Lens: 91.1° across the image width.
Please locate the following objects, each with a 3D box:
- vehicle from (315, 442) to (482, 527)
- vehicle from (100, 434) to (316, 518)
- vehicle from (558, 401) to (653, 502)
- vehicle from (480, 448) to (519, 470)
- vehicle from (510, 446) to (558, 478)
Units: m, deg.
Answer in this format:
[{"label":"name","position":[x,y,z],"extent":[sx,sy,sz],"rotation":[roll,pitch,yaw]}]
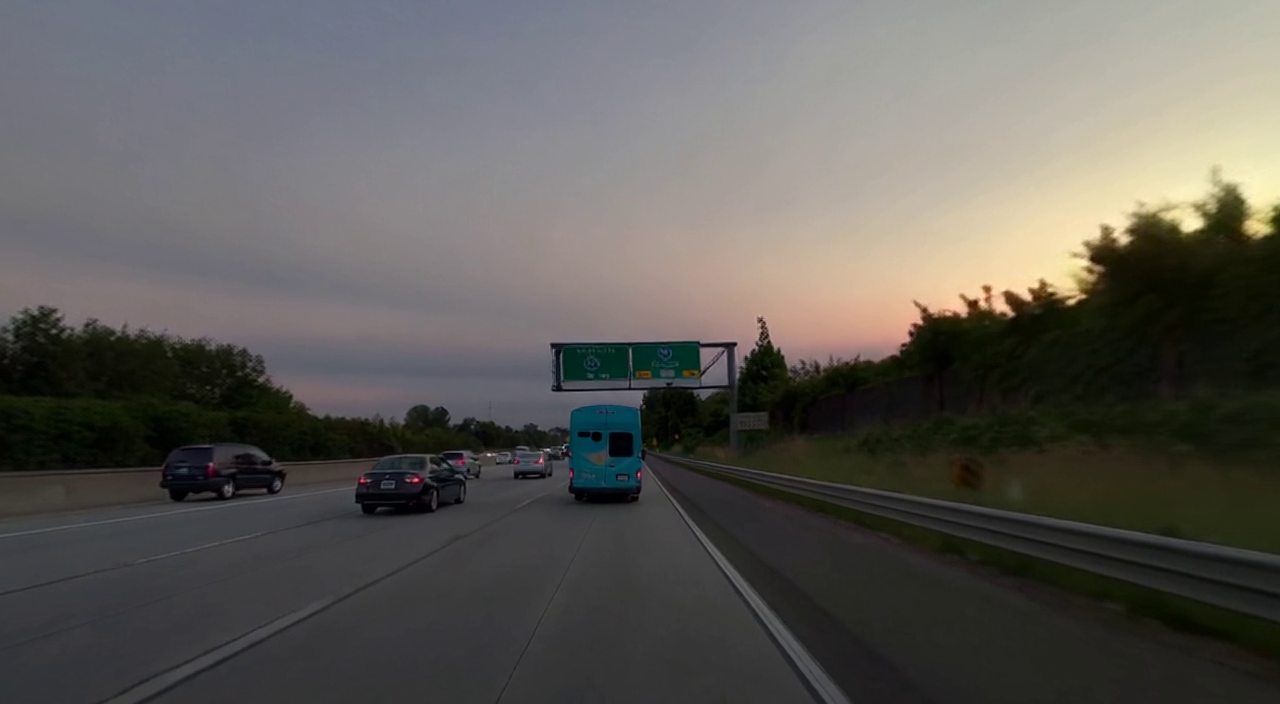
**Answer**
[{"label":"vehicle","position":[-4.742,2.636,13.069],"extent":[1.876,1.438,4.072],"rotation":[0,-9,0]},{"label":"vehicle","position":[-9.654,2.785,14.597],"extent":[2.010,1.621,4.252],"rotation":[0,-9,-1]},{"label":"vehicle","position":[-0.928,2.962,18.787],"extent":[2.394,2.556,5.232],"rotation":[0,-9,-1]},{"label":"vehicle","position":[-10.067,7.672,45.195],"extent":[1.886,1.462,4.084],"rotation":[0,-9,-1]},{"label":"vehicle","position":[-5.253,5.516,31.607],"extent":[1.872,1.480,3.545],"rotation":[0,-9,-1]}]
